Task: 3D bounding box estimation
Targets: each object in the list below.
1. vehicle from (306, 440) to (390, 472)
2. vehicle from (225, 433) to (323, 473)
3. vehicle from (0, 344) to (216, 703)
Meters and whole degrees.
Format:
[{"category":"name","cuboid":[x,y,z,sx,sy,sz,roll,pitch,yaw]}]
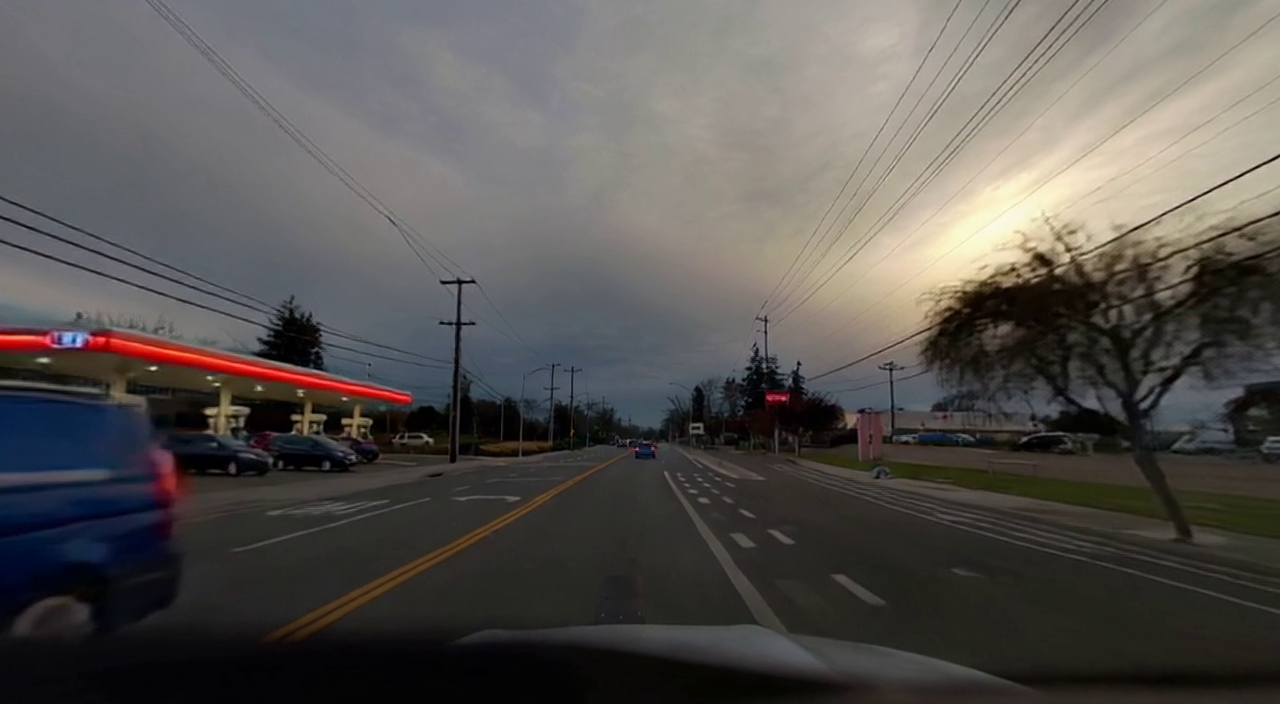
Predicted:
[{"category":"vehicle","cuboid":[-14.058,5.011,30.769,1.947,1.435,4.606,0,-8,-1]},{"category":"vehicle","cuboid":[-17.169,4.726,29.910,1.928,1.708,4.344,0,-8,1]},{"category":"vehicle","cuboid":[-4.157,0.752,1.962,2.274,1.844,4.843,0,-8,0]}]
